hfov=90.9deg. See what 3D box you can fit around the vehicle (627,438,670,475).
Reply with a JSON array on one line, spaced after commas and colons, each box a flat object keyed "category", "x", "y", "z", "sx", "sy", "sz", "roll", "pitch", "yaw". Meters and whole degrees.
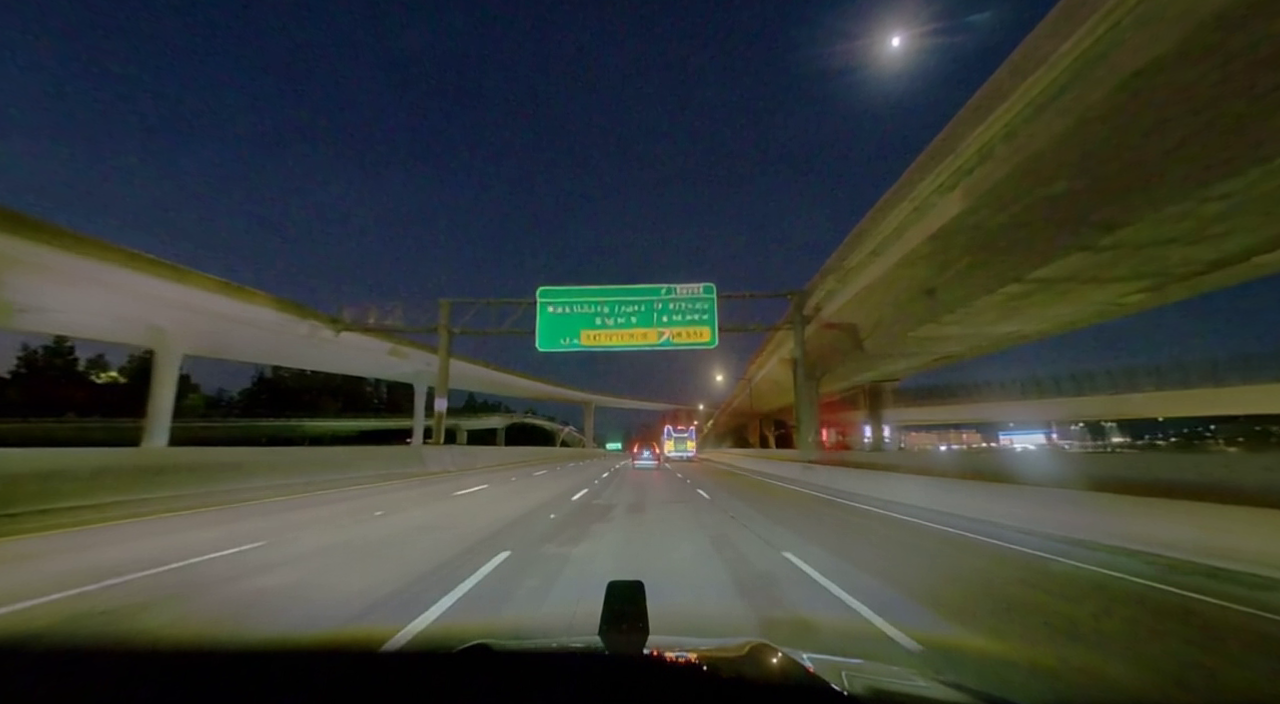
[{"category": "vehicle", "x": 0.373, "y": 5.277, "z": 32.043, "sx": 2.052, "sy": 1.711, "sz": 4.223, "roll": 0, "pitch": -9, "yaw": 0}]
